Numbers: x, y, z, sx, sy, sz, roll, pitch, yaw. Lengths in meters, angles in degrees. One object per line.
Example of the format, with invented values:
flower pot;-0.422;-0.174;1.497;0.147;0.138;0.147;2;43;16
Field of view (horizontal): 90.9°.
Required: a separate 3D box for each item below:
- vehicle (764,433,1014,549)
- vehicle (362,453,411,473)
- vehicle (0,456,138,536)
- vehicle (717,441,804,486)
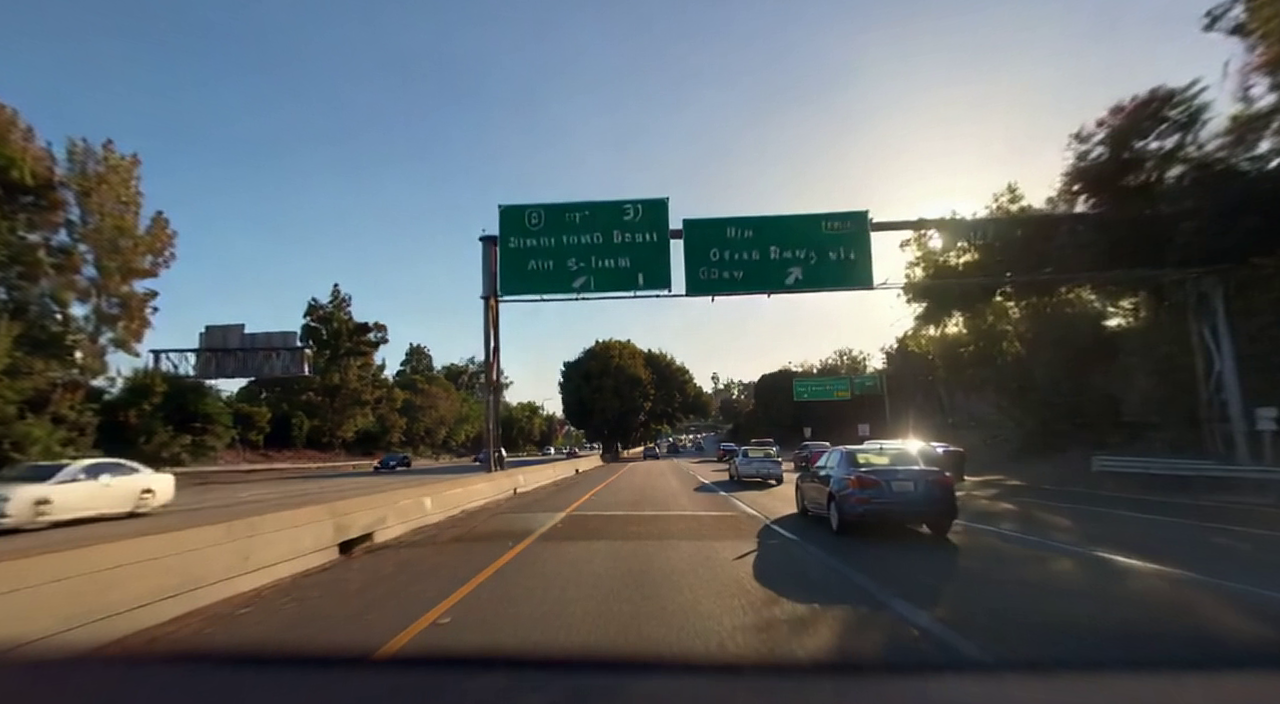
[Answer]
vehicle;3.664;2.140;10.480;2.198;1.467;4.675;0;-8;-1
vehicle;-19.888;8.684;49.645;1.849;1.463;4.477;0;-8;2
vehicle;-13.189;2.909;12.900;1.902;1.474;4.752;0;-8;1
vehicle;4.371;4.133;23.745;2.223;1.483;5.075;0;-8;-1
